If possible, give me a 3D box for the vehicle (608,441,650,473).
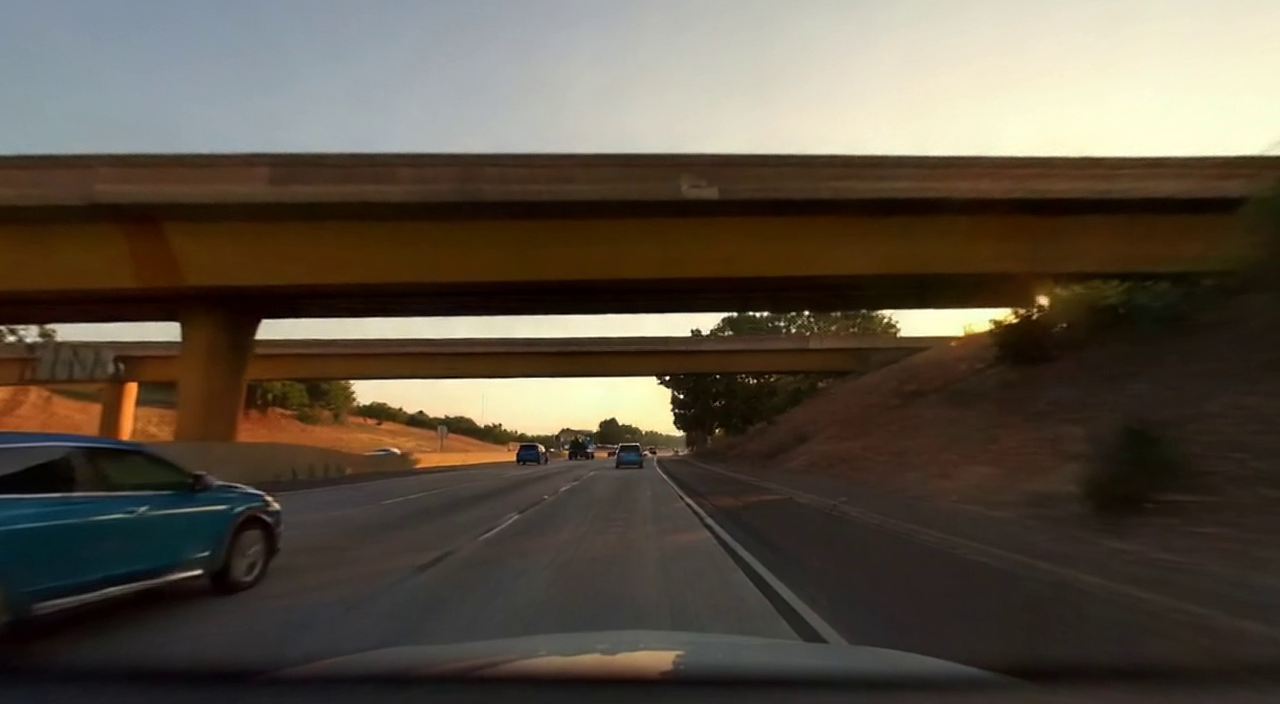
[{"bbox_3d":[-0.613,6.106,36.858,2.336,1.722,4.212,0,-8,0],"label":"vehicle"}]

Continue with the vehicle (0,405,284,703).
[{"bbox_3d":[-4.100,1.010,3.206,1.961,1.450,4.496,0,-8,0],"label":"vehicle"}]

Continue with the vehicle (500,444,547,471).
[{"bbox_3d":[-7.696,7.012,42.093,2.115,1.644,4.513,0,-8,2],"label":"vehicle"}]
